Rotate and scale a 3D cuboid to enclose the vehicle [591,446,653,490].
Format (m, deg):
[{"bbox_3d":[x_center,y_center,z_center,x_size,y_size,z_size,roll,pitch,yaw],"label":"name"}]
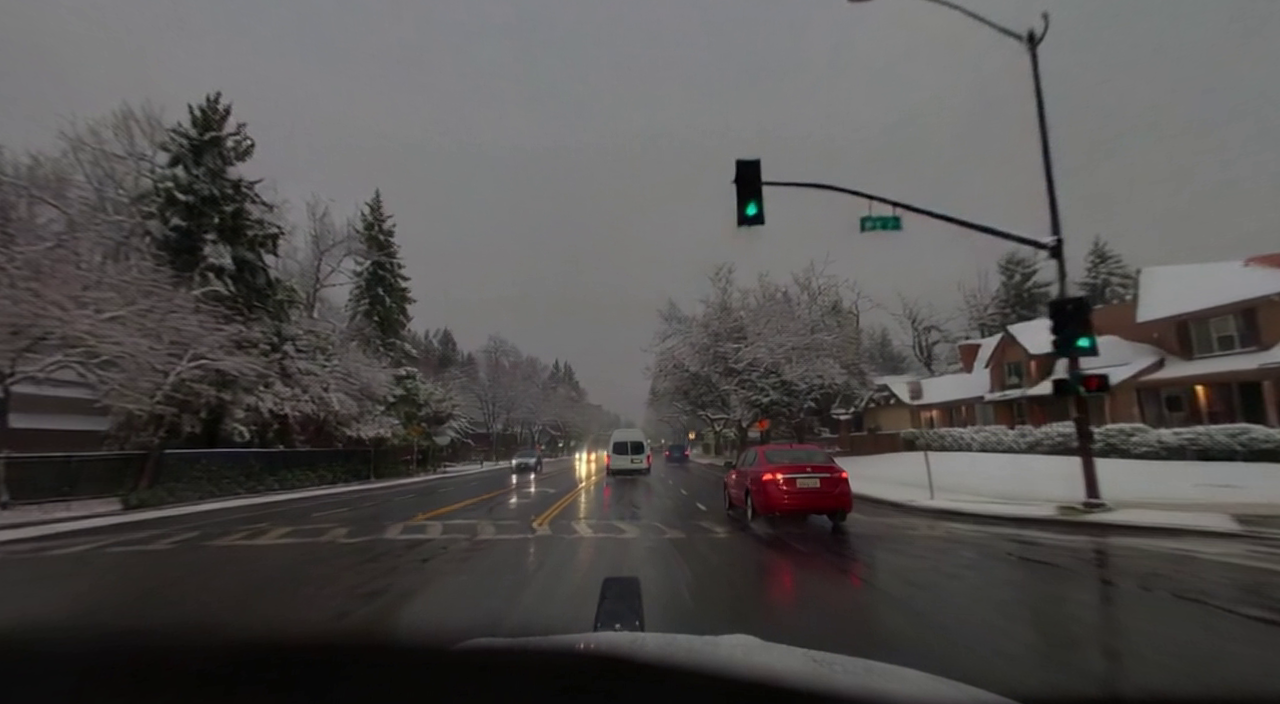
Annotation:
[{"bbox_3d":[-0.655,4.262,23.629,2.114,1.483,4.207,0,-8,-2],"label":"vehicle"}]

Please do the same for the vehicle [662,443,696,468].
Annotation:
[{"bbox_3d":[3.014,8.087,49.470,2.187,1.847,4.553,1,-9,-2],"label":"vehicle"}]

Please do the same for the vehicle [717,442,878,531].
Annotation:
[{"bbox_3d":[2.882,2.564,12.683,1.973,1.447,4.402,0,-9,-2],"label":"vehicle"}]
